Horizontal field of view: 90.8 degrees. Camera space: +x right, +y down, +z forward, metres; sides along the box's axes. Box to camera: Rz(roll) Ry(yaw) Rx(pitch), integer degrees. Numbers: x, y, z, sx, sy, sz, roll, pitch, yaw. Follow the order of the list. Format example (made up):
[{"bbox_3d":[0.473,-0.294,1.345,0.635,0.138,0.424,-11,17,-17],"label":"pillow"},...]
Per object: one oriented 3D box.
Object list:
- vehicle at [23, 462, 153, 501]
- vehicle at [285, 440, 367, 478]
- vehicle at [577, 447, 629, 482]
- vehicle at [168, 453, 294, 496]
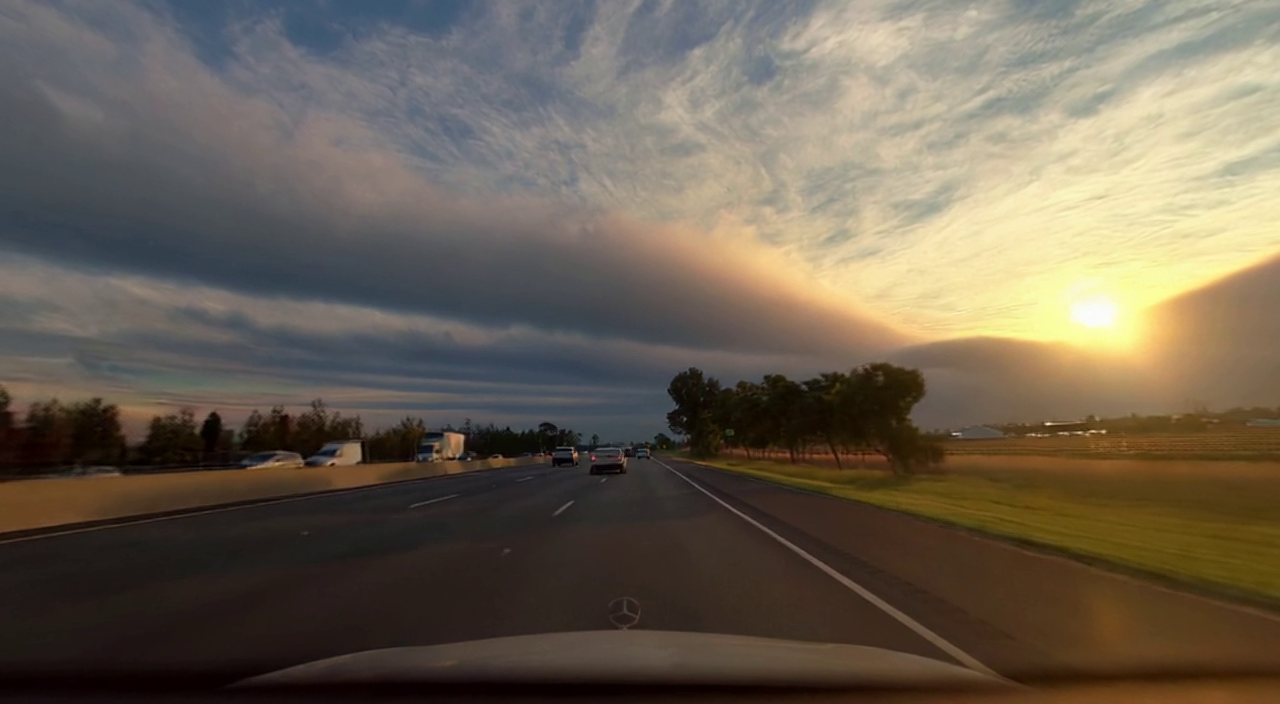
[{"bbox_3d":[-22.984,5.371,26.515,1.729,1.410,4.183,0,-9,-1],"label":"vehicle"},{"bbox_3d":[-18.837,6.444,38.165,2.177,2.067,5.288,0,-9,0],"label":"vehicle"},{"bbox_3d":[-1.658,5.279,29.781,2.110,1.500,4.259,0,-9,1],"label":"vehicle"},{"bbox_3d":[-15.207,4.532,23.780,1.889,1.449,4.242,0,-9,0],"label":"vehicle"}]
